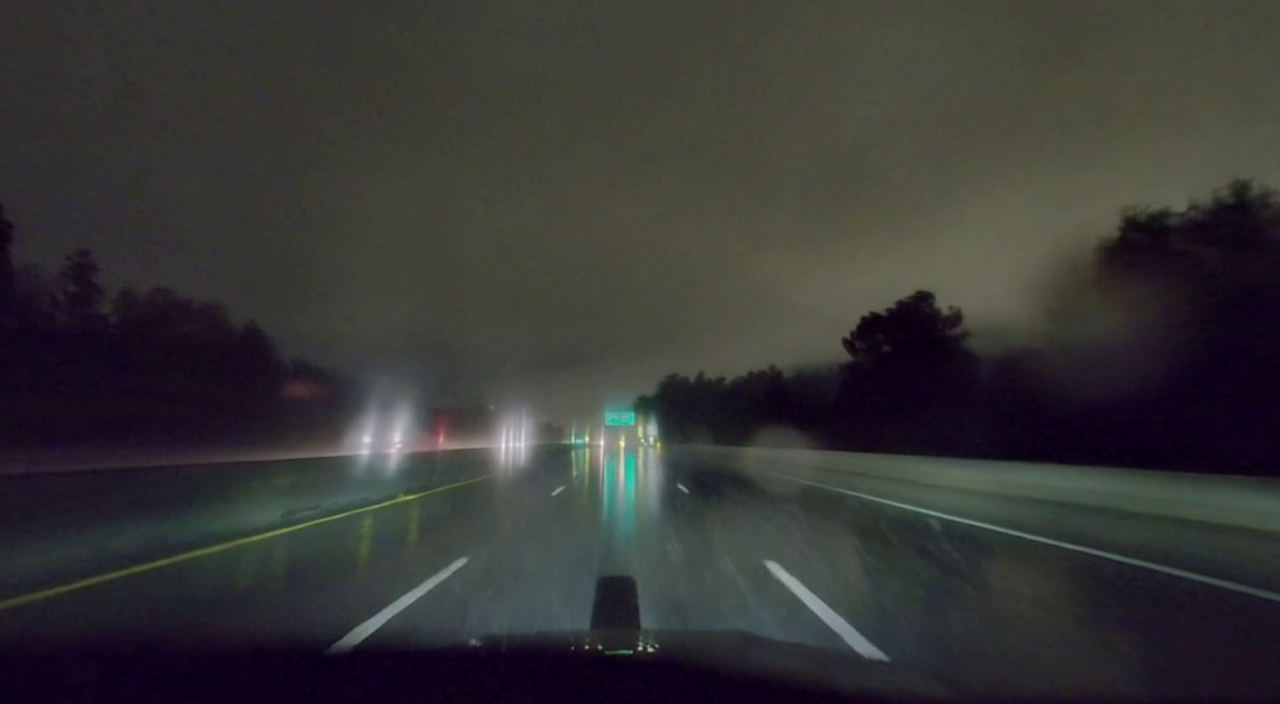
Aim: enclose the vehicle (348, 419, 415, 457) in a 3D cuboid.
[{"bbox_3d":[-17.712,5.968,43.484,2.329,2.433,5.654,0,-8,-1],"label":"vehicle"}]
